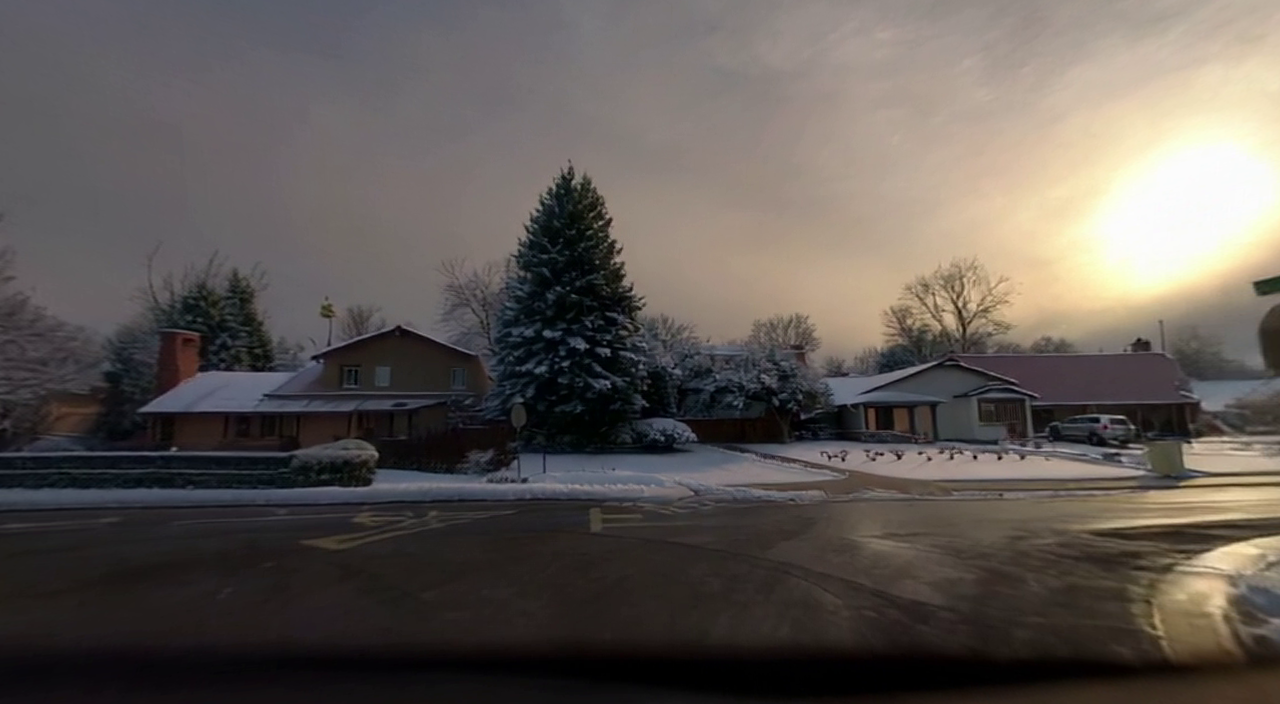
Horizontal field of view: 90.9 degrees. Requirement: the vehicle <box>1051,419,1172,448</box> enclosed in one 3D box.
[{"bbox_3d":[25.635,4.447,34.363,5.089,1.517,1.791,0,-7,1],"label":"vehicle"}]
